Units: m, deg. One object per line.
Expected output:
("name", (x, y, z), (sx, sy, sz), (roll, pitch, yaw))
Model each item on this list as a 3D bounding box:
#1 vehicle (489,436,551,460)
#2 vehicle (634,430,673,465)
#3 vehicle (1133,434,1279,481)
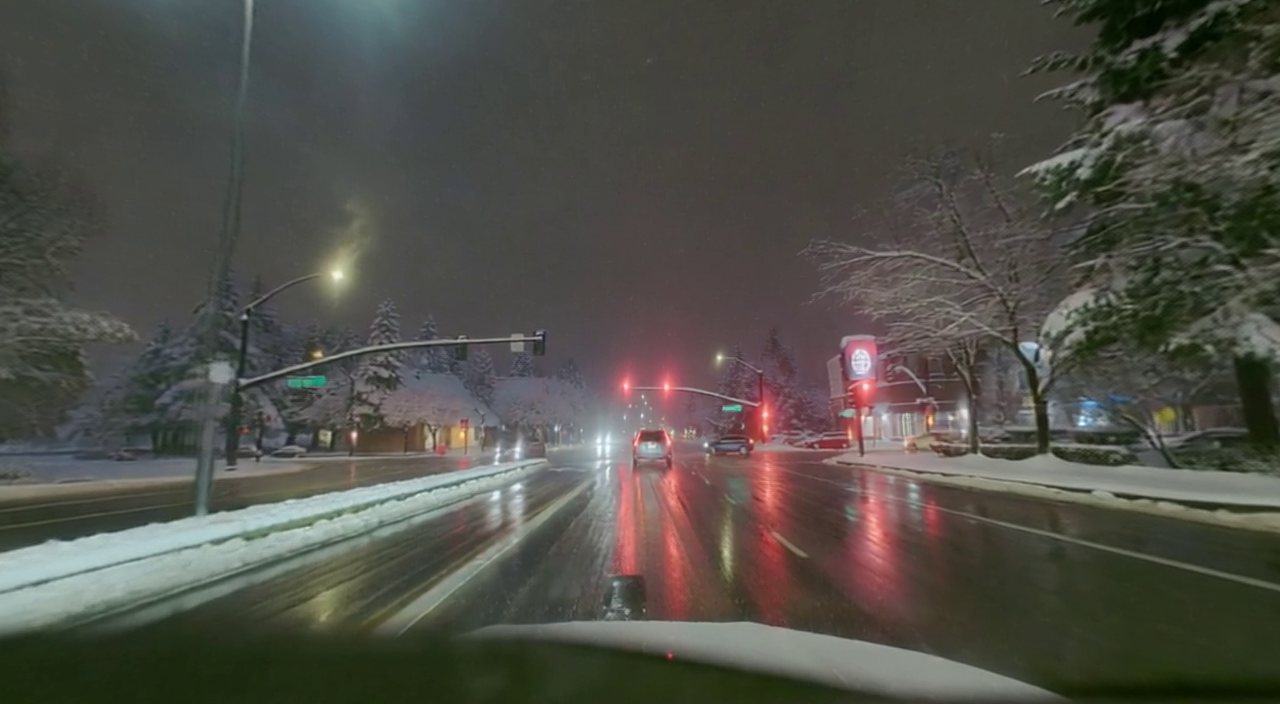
("vehicle", (-8.638, 6.925, 45.725), (1.954, 1.673, 4.460), (-4, -9, 28))
("vehicle", (0.716, 5.097, 33.795), (1.994, 1.759, 4.186), (0, -8, 1))
("vehicle", (19.763, 3.526, 21.283), (4.479, 1.488, 2.038), (0, -8, 1))
